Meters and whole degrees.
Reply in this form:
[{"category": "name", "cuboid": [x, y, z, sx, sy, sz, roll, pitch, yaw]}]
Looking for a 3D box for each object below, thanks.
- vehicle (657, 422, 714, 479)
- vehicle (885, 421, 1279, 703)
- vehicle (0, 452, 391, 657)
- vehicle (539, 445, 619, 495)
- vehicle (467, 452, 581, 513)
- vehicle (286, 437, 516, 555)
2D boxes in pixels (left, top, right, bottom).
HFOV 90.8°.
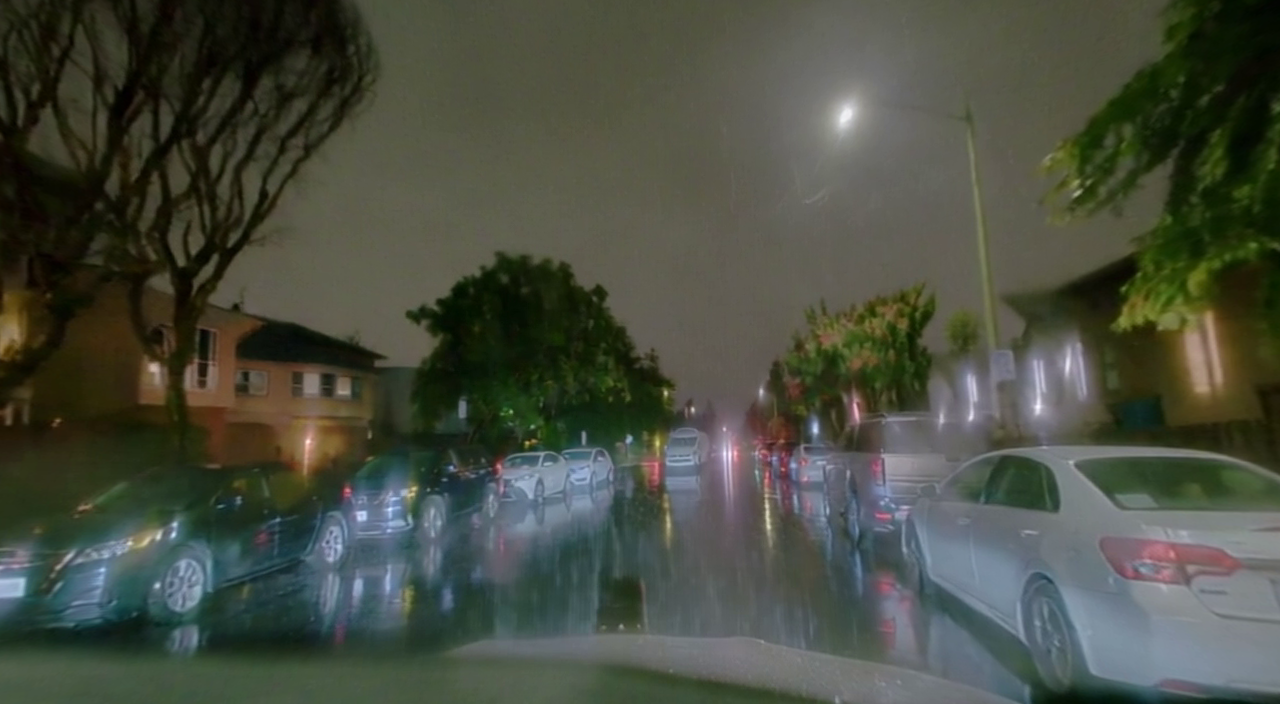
[{"category": "vehicle", "cuboid": [2.739, 5.577, 36.028, 2.716, 2.887, 6.781, -1, -9, 9]}, {"category": "vehicle", "cuboid": [3.388, 1.297, 4.421, 1.992, 1.456, 4.610, -1, -8, 7]}, {"category": "vehicle", "cuboid": [-4.884, 1.939, 7.254, 1.855, 1.510, 4.406, -1, -8, 6]}, {"category": "vehicle", "cuboid": [-2.324, 4.683, 25.648, 2.002, 1.781, 5.380, -1, -8, 8]}, {"category": "vehicle", "cuboid": [-3.217, 3.734, 18.636, 1.861, 1.474, 4.749, -1, -8, 8]}, {"category": "vehicle", "cuboid": [-4.279, 2.634, 12.496, 2.203, 1.815, 4.972, -1, -8, 5]}]
